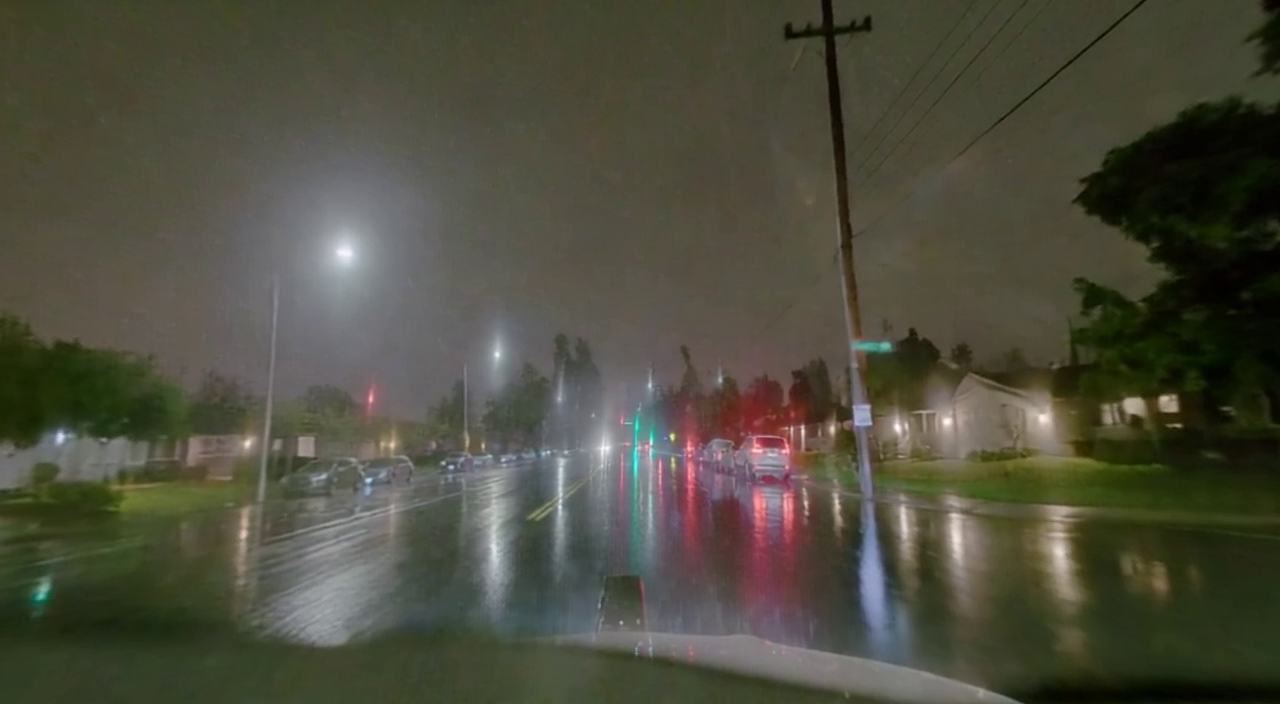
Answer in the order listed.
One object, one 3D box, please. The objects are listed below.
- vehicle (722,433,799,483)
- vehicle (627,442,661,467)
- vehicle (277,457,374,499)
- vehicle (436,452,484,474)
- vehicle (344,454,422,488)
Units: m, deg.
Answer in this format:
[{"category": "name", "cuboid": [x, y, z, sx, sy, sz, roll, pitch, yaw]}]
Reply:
[{"category": "vehicle", "cuboid": [4.794, 4.296, 25.867, 2.022, 1.799, 5.105, 0, -9, -1]}, {"category": "vehicle", "cuboid": [0.192, 6.356, 39.448, 2.022, 1.471, 3.973, 0, -9, -1]}, {"category": "vehicle", "cuboid": [-12.868, 5.147, 26.177, 1.834, 1.467, 4.357, 0, -9, -1]}, {"category": "vehicle", "cuboid": [-12.924, 7.984, 45.677, 1.969, 1.490, 4.675, 0, -9, 1]}, {"category": "vehicle", "cuboid": [-12.775, 5.921, 31.786, 1.880, 1.523, 4.833, 0, -9, 1]}]
